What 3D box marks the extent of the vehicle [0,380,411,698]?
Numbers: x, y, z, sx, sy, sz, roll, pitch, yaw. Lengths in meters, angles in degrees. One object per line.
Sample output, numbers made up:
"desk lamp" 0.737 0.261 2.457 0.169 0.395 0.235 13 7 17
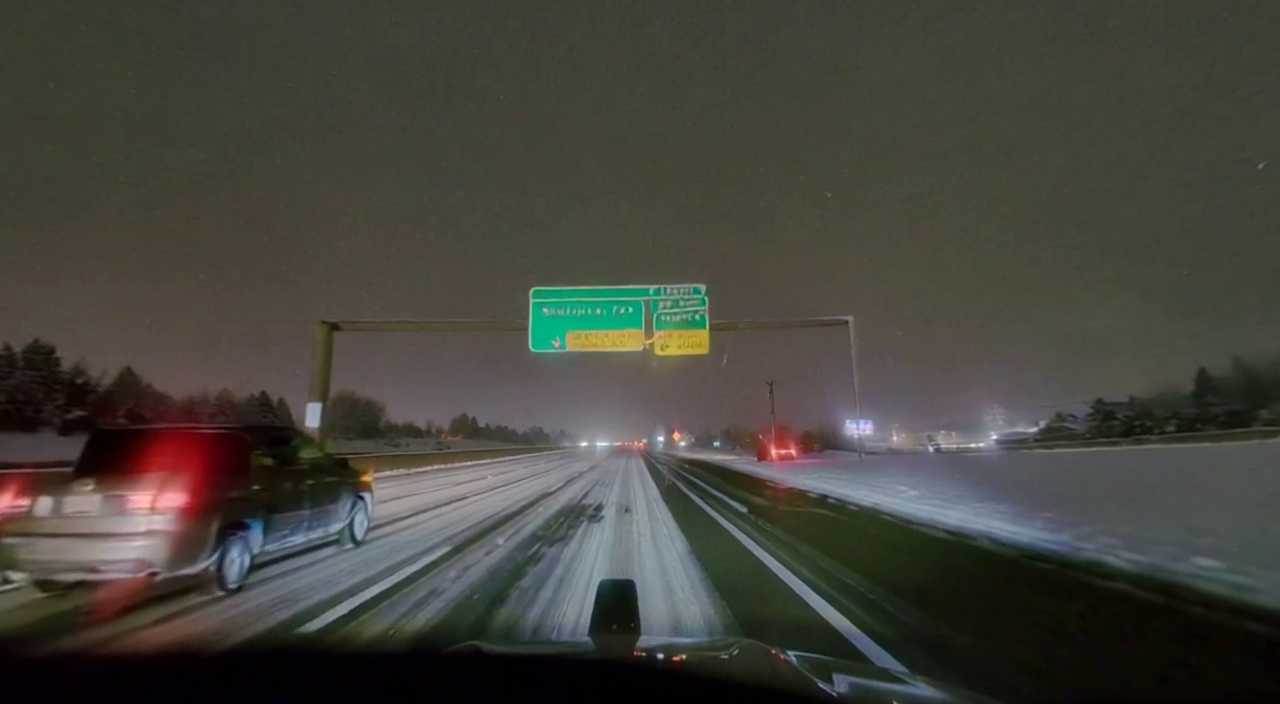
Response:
"vehicle" -4.177 1.341 5.910 2.200 1.662 5.091 0 -8 -1
